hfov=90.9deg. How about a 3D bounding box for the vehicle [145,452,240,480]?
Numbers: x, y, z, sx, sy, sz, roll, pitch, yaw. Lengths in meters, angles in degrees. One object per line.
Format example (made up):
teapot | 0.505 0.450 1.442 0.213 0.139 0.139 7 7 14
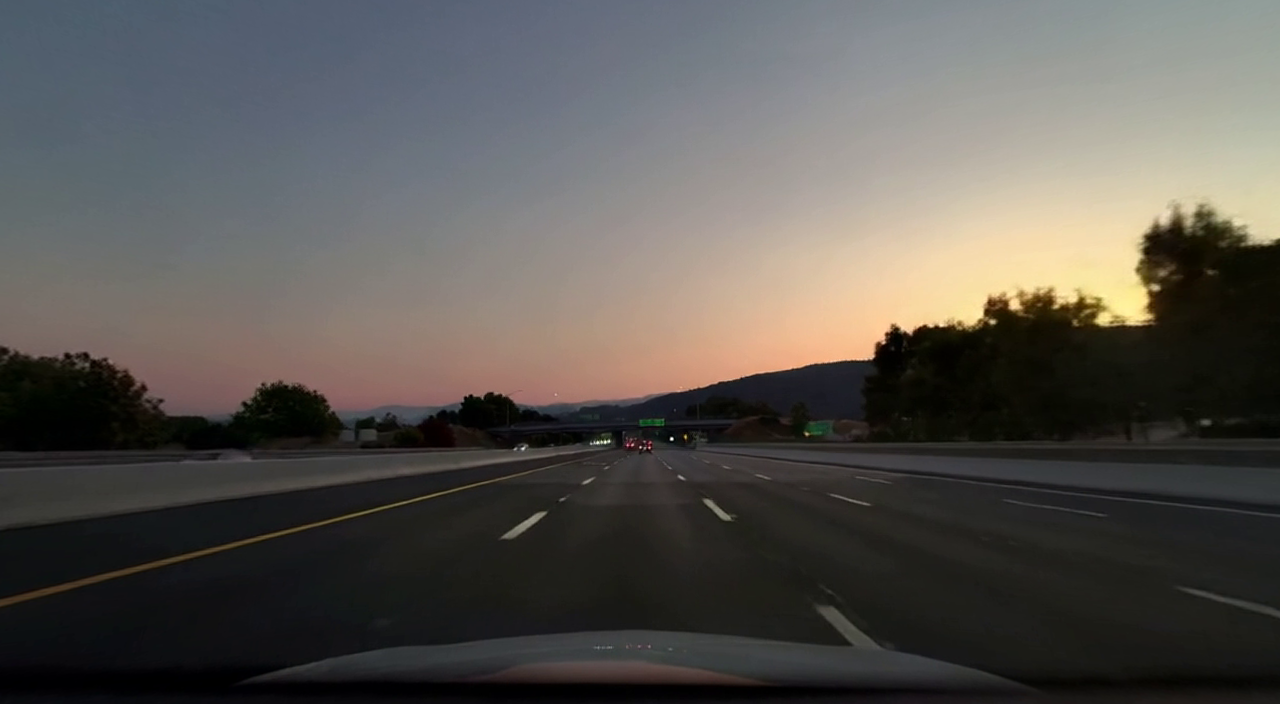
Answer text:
vehicle | -26.971 6.860 38.262 2.011 1.531 4.982 0 -8 1
